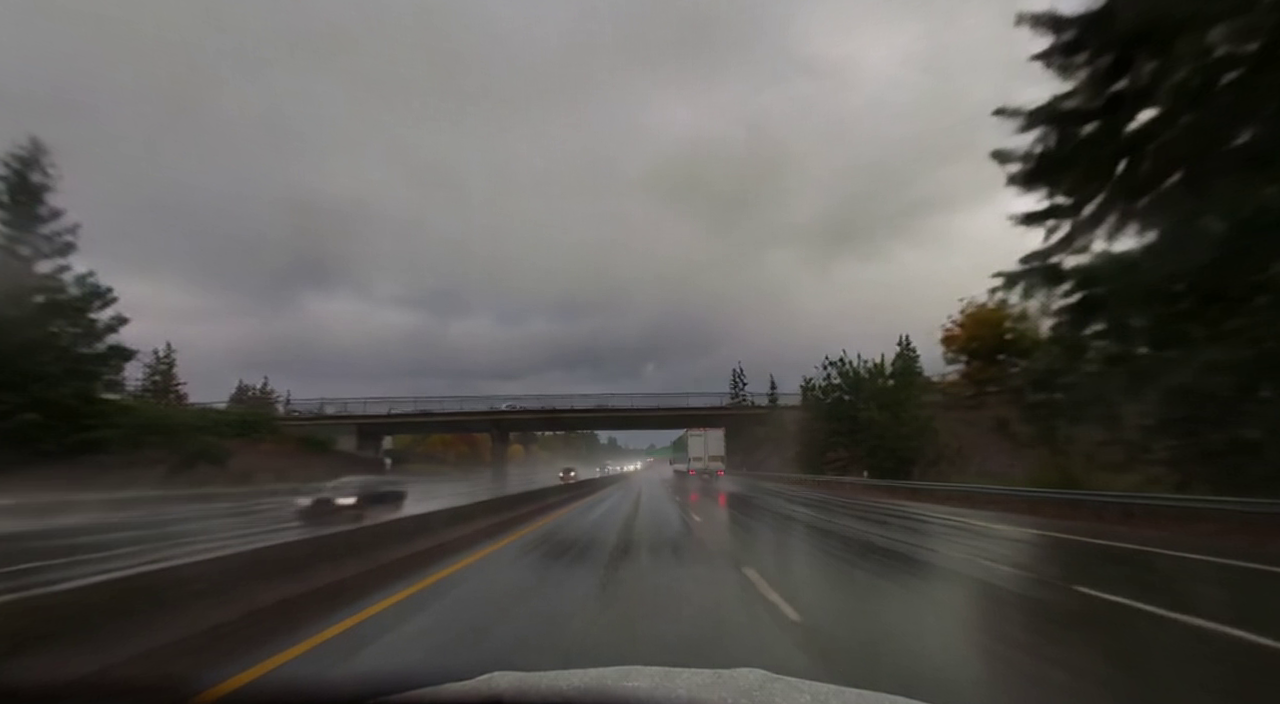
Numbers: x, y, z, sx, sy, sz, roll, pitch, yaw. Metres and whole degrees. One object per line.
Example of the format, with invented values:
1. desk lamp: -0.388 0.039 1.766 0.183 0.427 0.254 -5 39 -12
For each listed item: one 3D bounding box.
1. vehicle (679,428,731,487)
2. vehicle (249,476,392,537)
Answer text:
1. vehicle: 4.903 8.400 49.658 3.054 4.005 11.895 0 -10 1
2. vehicle: -9.167 4.435 18.573 1.883 1.455 4.271 1 -10 1
